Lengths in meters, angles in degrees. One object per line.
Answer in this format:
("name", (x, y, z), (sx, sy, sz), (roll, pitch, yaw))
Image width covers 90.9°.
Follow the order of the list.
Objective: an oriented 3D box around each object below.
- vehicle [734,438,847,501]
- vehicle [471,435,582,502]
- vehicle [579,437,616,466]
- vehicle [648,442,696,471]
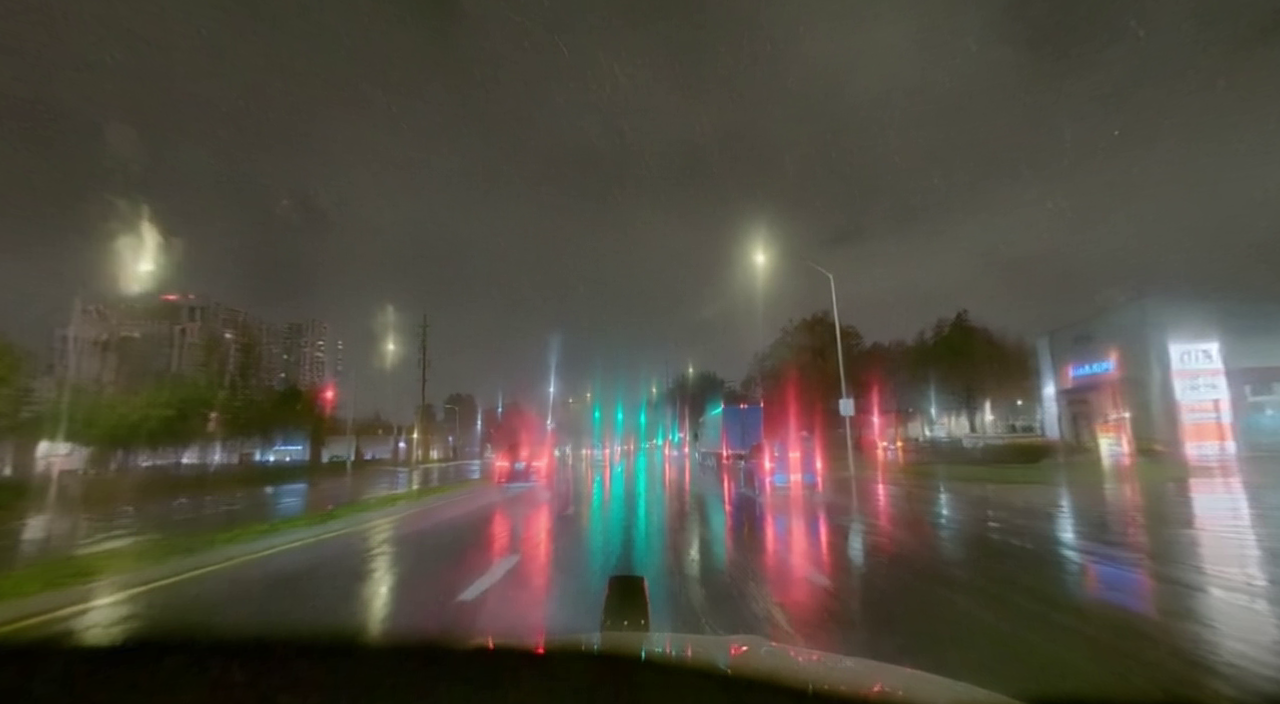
("vehicle", (3.818, 3.048, 16.817), (1.972, 1.452, 4.189), (0, -8, 0))
("vehicle", (-2.819, 3.014, 16.762), (2.003, 1.509, 4.396), (0, -8, 2))
("vehicle", (-2.757, 6.668, 42.312), (2.137, 1.796, 4.304), (0, -8, 1))
("vehicle", (1.639, 5.609, 34.030), (2.020, 1.461, 4.326), (1, -8, -5))
